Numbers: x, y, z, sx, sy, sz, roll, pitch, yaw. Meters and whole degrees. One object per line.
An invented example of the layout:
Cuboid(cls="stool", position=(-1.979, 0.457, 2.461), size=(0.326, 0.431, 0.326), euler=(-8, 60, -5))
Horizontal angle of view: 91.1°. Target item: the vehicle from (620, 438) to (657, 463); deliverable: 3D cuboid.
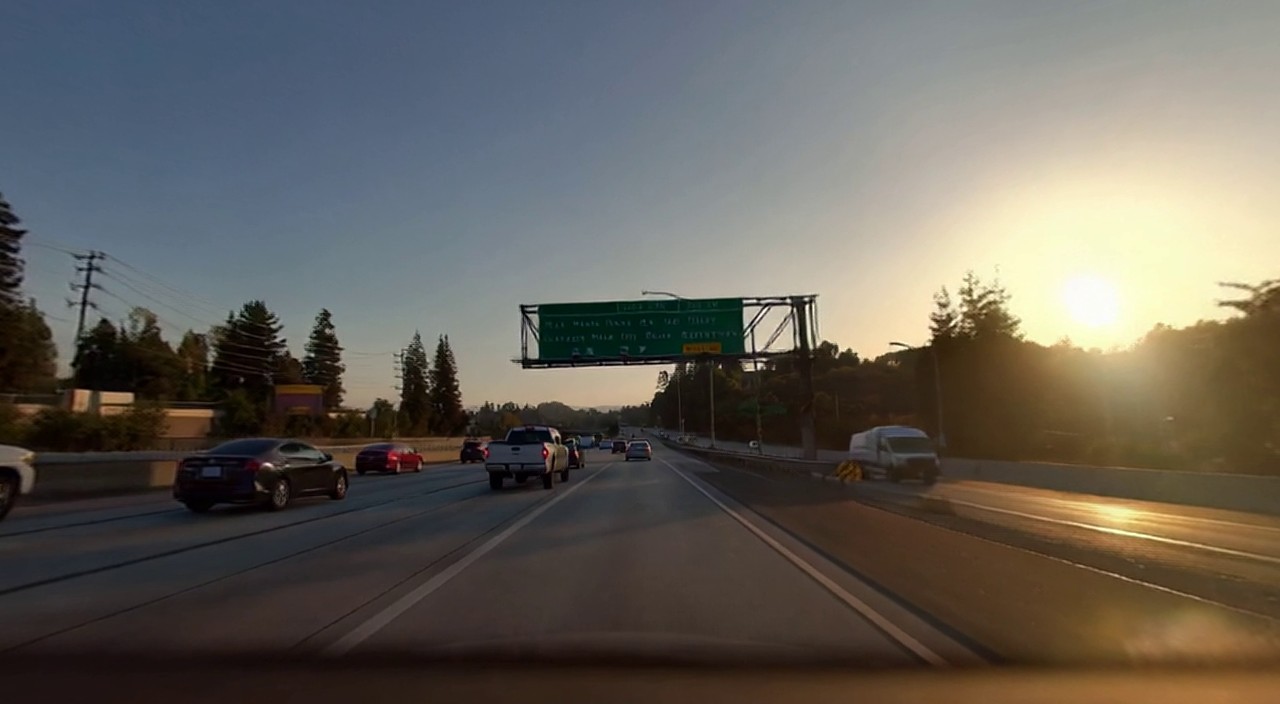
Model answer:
Cuboid(cls="vehicle", position=(-0.011, 5.986, 38.213), size=(2.013, 1.444, 4.447), euler=(-1, -8, 3))

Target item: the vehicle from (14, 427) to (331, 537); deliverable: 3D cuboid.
Cuboid(cls="vehicle", position=(-7.490, 2.094, 10.827), size=(1.964, 1.481, 4.425), euler=(0, -8, 2))

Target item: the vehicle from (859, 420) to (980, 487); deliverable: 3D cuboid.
Cuboid(cls="vehicle", position=(11.091, 4.071, 25.545), size=(2.244, 2.374, 5.762), euler=(0, -8, 0))

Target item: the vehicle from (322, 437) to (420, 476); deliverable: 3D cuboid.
Cuboid(cls="vehicle", position=(-10.966, 4.284, 26.022), size=(1.884, 1.453, 4.579), euler=(0, -8, 2))

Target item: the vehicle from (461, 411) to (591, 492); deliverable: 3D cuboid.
Cuboid(cls="vehicle", position=(-3.230, 3.079, 19.723), size=(2.815, 2.092, 6.526), euler=(0, -8, 0))
